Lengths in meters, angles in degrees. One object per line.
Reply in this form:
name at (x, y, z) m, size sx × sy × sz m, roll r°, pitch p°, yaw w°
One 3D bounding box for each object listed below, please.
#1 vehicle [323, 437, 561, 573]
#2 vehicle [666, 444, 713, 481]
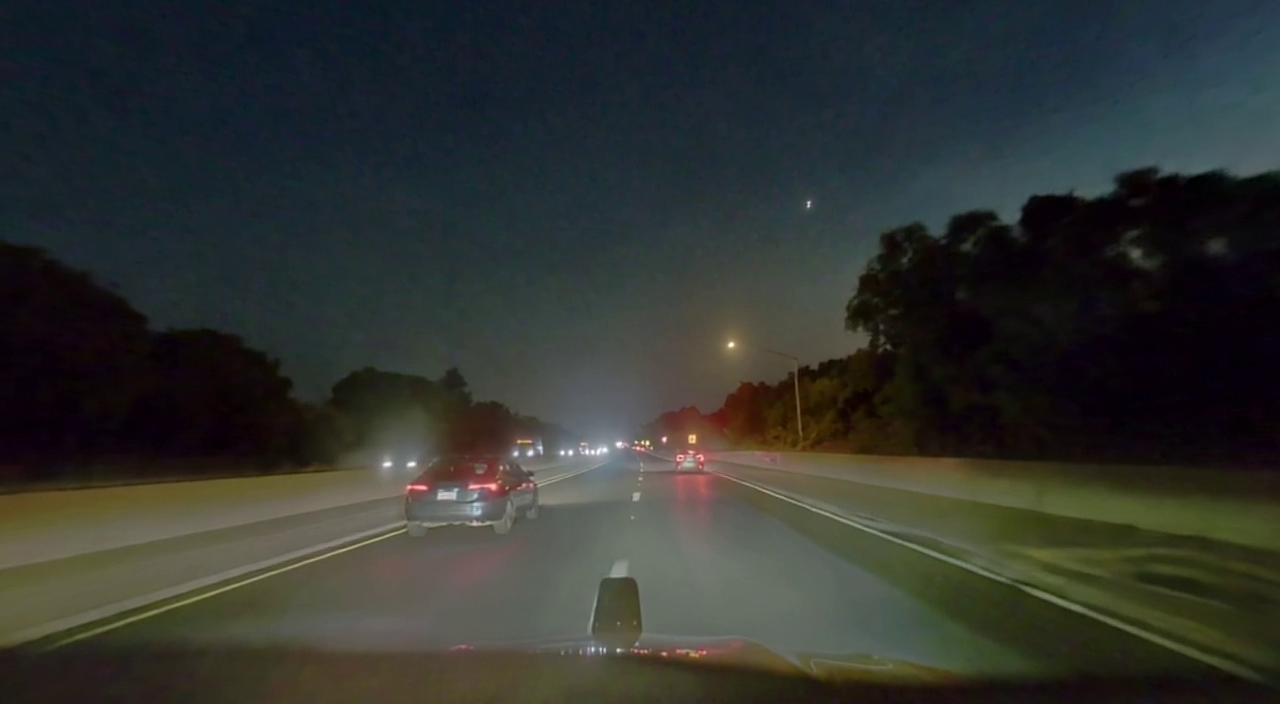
vehicle at (-2.473, 2.029, 9.106) m, size 2.013 × 1.479 × 4.169 m, roll -1°, pitch -9°, yaw 1°
vehicle at (2.191, 5.020, 28.705) m, size 1.910 × 1.554 × 3.718 m, roll 0°, pitch -9°, yaw 1°
